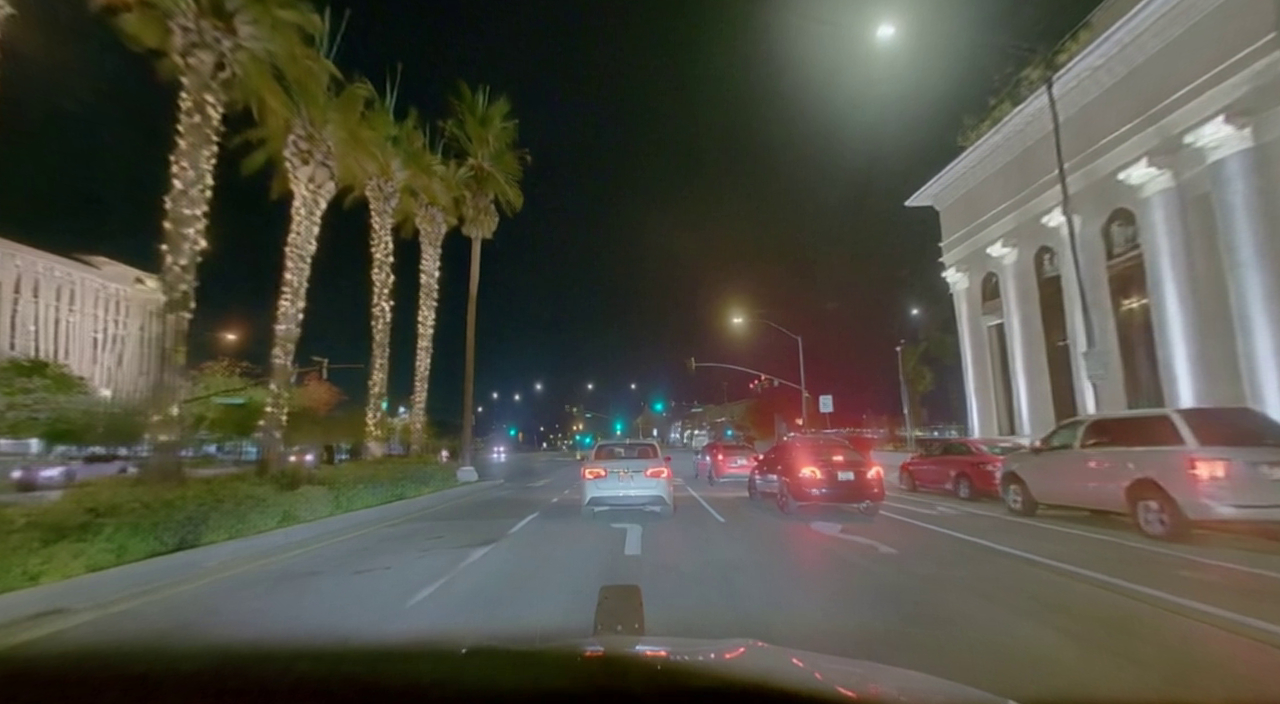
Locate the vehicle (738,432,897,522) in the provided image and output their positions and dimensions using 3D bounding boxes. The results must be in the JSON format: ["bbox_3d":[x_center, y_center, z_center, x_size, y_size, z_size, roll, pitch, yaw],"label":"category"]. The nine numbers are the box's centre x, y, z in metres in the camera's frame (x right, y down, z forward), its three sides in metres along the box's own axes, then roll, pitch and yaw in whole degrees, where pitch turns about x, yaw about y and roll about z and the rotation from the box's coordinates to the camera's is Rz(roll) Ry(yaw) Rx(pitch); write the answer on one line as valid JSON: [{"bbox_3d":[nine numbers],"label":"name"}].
[{"bbox_3d":[3.248,2.374,12.546,1.833,1.465,4.258,0,-8,-1],"label":"vehicle"}]

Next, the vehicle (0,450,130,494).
[{"bbox_3d":[-24.429,5.017,26.797,1.870,1.636,4.375,0,-8,0],"label":"vehicle"}]

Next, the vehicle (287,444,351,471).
[{"bbox_3d":[-21.379,7.055,42.318,1.958,1.675,4.389,0,-8,0],"label":"vehicle"}]

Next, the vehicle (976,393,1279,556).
[{"bbox_3d":[8.023,1.762,10.180,2.200,1.933,5.123,0,-7,-2],"label":"vehicle"}]

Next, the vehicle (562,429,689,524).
[{"bbox_3d":[-0.257,2.305,12.190,2.050,1.521,3.747,0,-8,-1],"label":"vehicle"}]

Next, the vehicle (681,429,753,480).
[{"bbox_3d":[3.137,4.429,27.640,2.127,1.854,7.971,0,-8,0],"label":"vehicle"}]
